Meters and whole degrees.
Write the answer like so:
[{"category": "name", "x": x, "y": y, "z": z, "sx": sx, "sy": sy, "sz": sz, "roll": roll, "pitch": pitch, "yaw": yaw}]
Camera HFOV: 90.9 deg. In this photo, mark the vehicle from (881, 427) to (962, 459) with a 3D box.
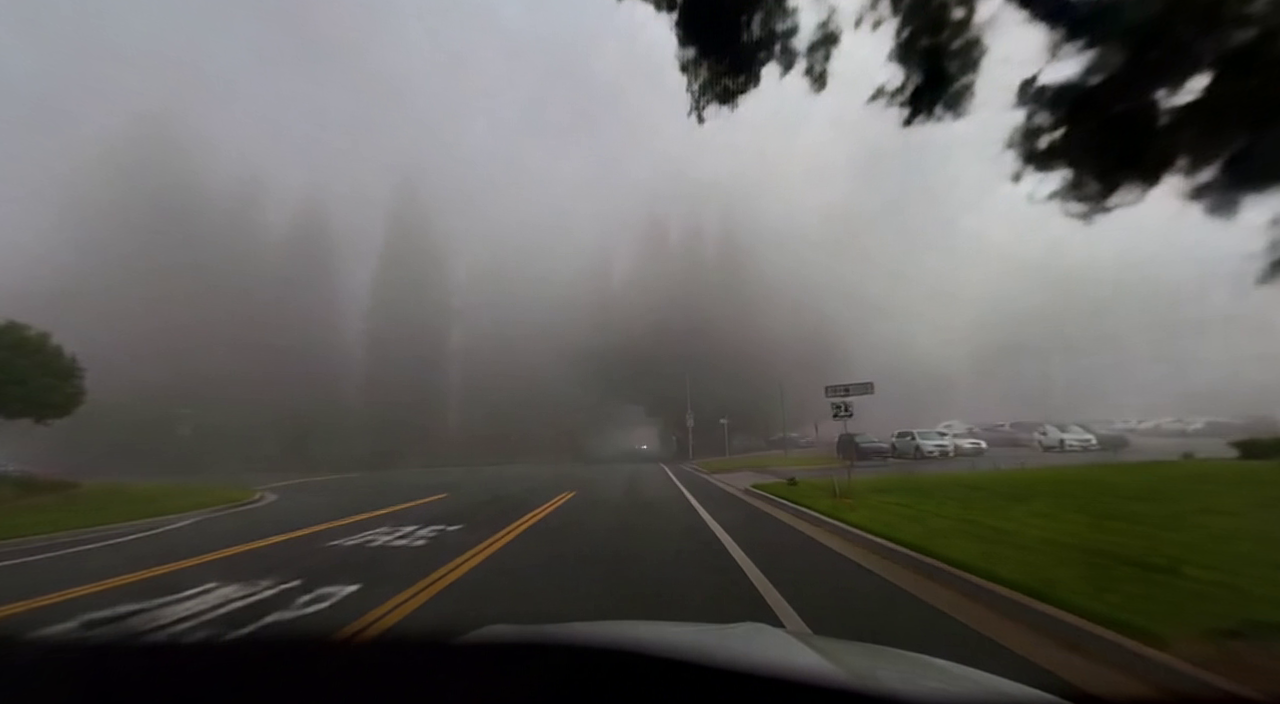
[{"category": "vehicle", "x": 13.722, "y": 4.479, "z": 31.051, "sx": 1.927, "sy": 1.464, "sz": 4.644, "roll": 0, "pitch": -8, "yaw": 1}]
